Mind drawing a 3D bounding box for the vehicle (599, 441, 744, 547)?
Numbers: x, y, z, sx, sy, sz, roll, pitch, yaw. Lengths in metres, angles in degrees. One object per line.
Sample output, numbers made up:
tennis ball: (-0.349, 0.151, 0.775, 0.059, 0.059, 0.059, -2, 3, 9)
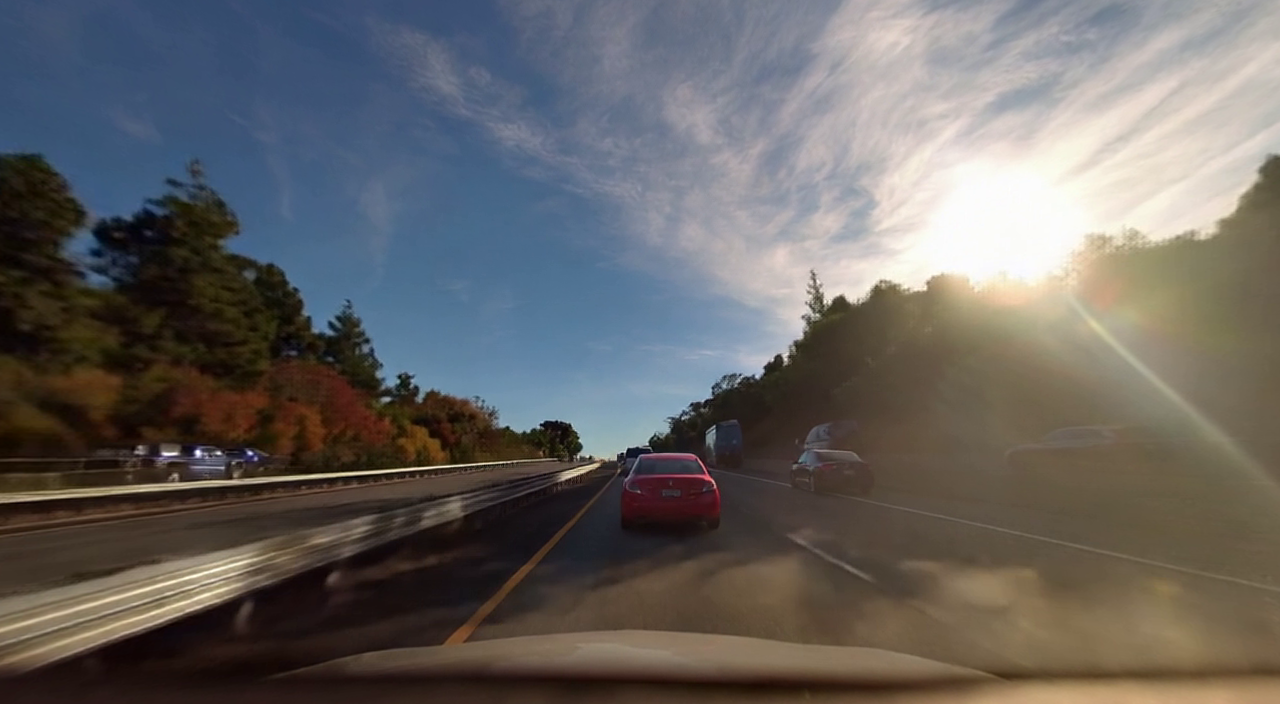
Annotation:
vehicle: (0.418, 2.346, 10.976, 2.076, 1.485, 3.774, 0, -9, -1)

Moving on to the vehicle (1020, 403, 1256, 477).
vehicle: (31.556, 5.917, 41.612, 2.822, 3.996, 14.073, 1, -9, -7)

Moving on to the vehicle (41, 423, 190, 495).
vehicle: (-33.512, 6.838, 40.851, 2.902, 3.981, 7.819, -3, -8, 0)

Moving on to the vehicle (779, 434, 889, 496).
vehicle: (6.343, 3.770, 21.274, 2.177, 1.827, 4.565, 0, -9, -1)
